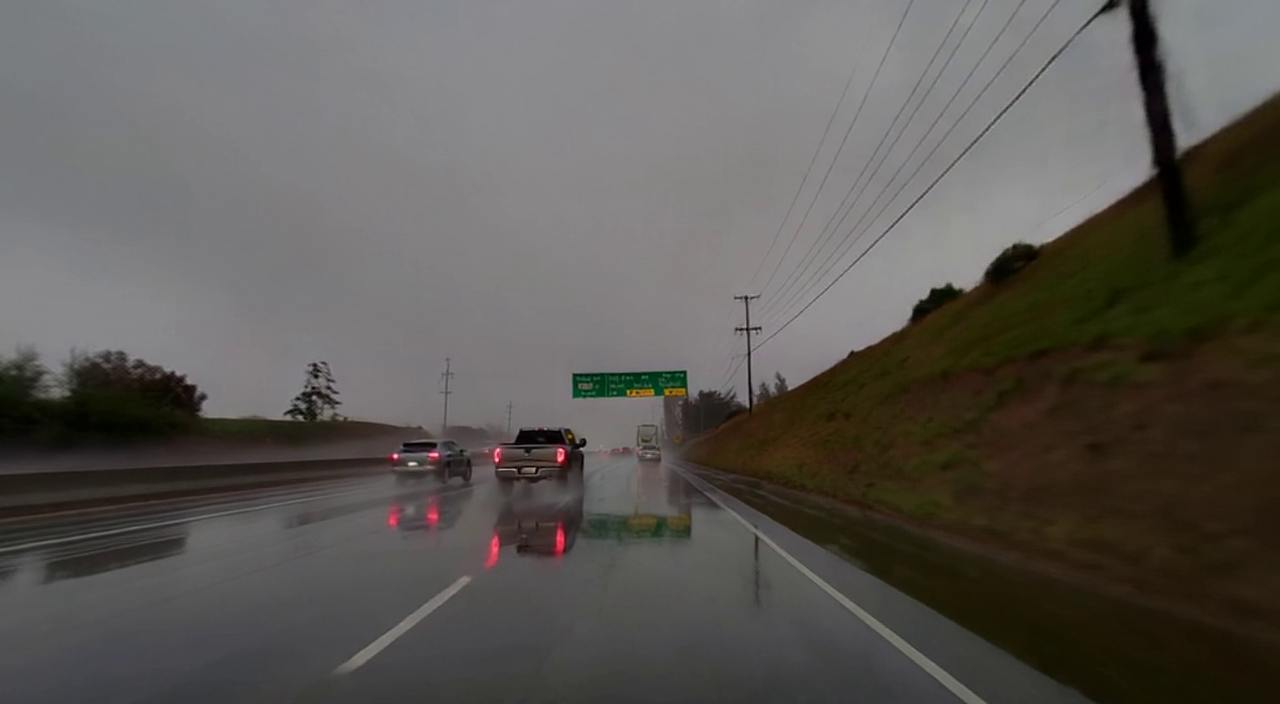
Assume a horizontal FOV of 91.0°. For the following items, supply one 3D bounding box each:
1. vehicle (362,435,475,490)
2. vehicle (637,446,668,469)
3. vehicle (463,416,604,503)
[{"bbox_3d":[-7.487,3.781,21.952,2.143,1.688,4.776,0,-9,1],"label":"vehicle"},{"bbox_3d":[0.802,7.267,43.456,2.025,1.485,4.310,0,-9,-1],"label":"vehicle"},{"bbox_3d":[-2.756,3.070,18.371,2.972,2.087,6.126,0,-9,1],"label":"vehicle"}]
